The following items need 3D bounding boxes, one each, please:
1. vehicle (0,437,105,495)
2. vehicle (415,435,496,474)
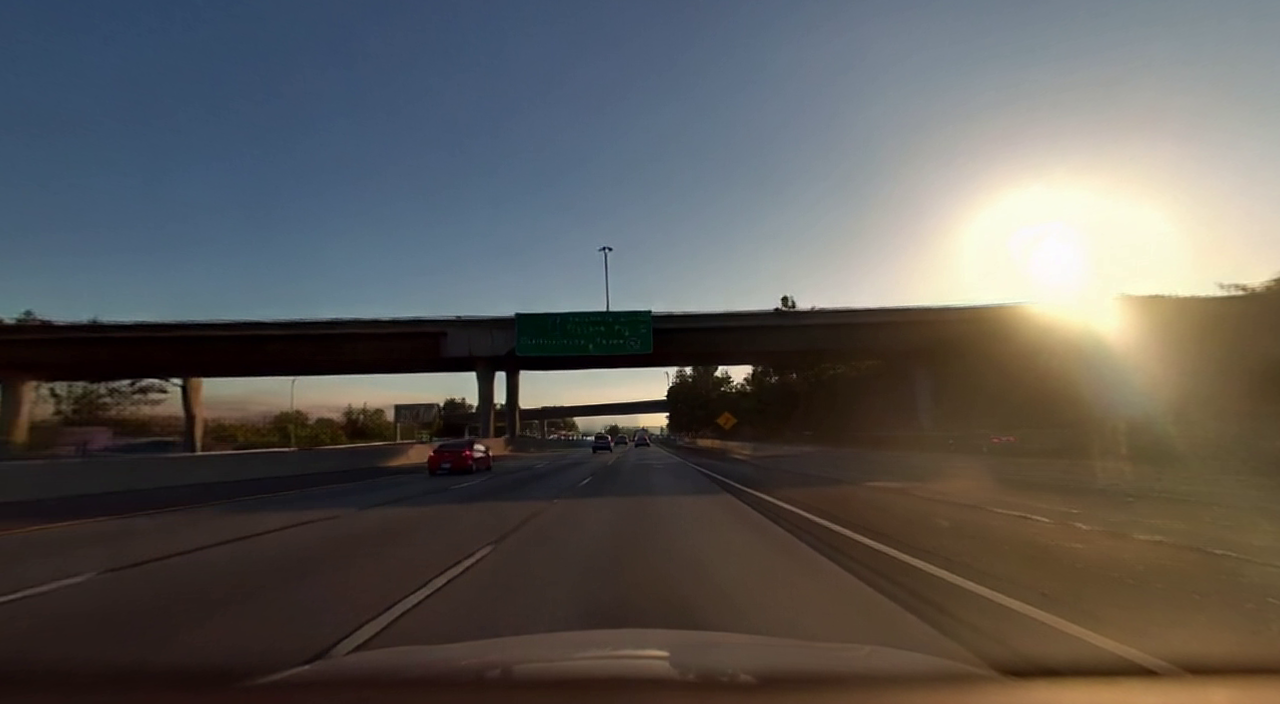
[{"bbox_3d":[-17.469,3.089,17.261,1.815,1.485,4.311,0,-8,1],"label":"vehicle"},{"bbox_3d":[-7.489,4.209,26.105,1.987,1.486,4.174,0,-8,2],"label":"vehicle"}]
